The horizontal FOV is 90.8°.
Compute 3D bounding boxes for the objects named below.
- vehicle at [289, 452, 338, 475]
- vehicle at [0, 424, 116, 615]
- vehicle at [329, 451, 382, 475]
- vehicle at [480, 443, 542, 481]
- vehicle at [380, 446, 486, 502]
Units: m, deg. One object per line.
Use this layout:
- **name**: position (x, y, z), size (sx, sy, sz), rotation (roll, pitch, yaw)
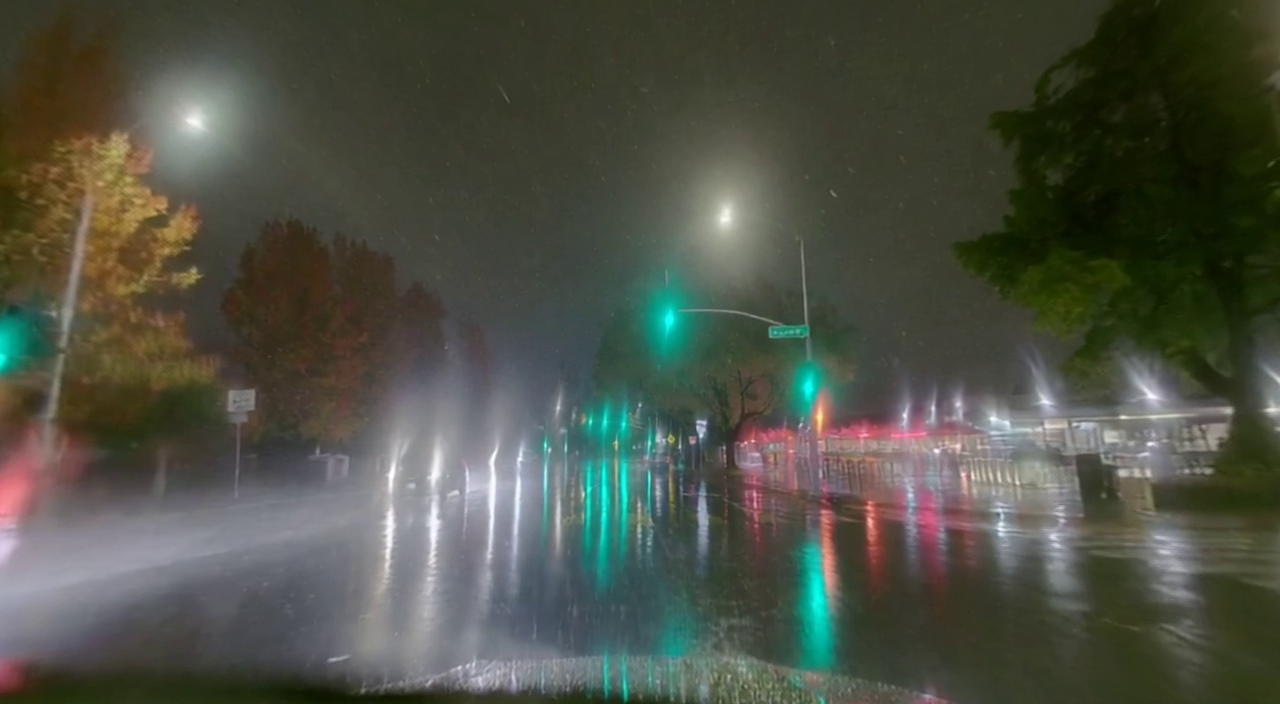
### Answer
- **vehicle**: position (-23.583, 8.085, 45.817), size (1.739, 1.373, 3.759), rotation (2, -6, -4)
- **vehicle**: position (-6.428, 1.244, 4.220), size (2.071, 1.588, 4.336), rotation (0, -8, 1)
- **vehicle**: position (-20.990, 8.176, 46.755), size (1.981, 1.510, 4.439), rotation (0, -7, -2)
- **vehicle**: position (-7.096, 6.113, 35.396), size (2.545, 1.943, 5.168), rotation (0, -8, -2)
- **vehicle**: position (-6.653, 3.936, 20.910), size (2.019, 1.596, 4.608), rotation (0, -8, -1)
